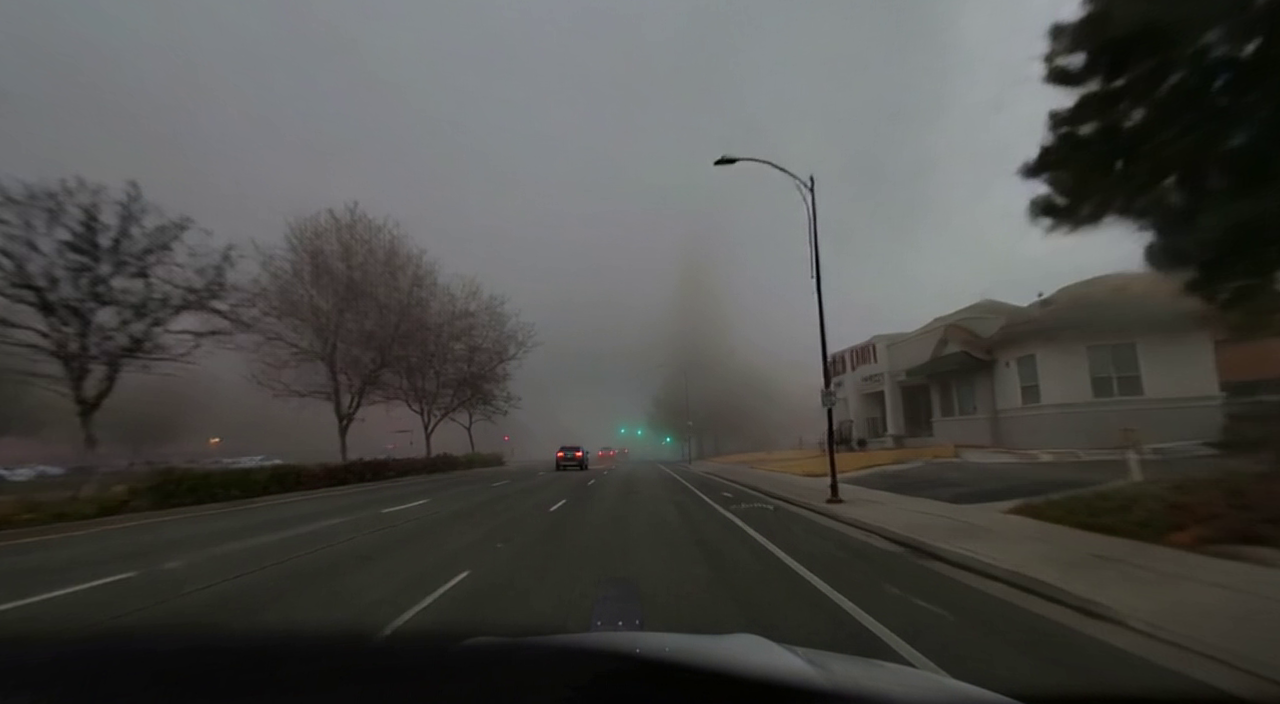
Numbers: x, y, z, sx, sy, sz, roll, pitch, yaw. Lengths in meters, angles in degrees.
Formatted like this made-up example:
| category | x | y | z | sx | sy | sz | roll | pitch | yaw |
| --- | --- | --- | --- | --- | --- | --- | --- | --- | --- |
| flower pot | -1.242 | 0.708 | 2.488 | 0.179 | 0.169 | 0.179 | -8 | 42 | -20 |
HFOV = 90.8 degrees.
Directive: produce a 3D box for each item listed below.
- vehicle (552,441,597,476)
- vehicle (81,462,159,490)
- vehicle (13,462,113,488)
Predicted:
| category | x | y | z | sx | sy | sz | roll | pitch | yaw |
| --- | --- | --- | --- | --- | --- | --- | --- | --- | --- |
| vehicle | -3.537 | 5.808 | 34.702 | 1.959 | 1.741 | 4.141 | -1 | -9 | 1 |
| vehicle | -37.222 | 8.892 | 45.281 | 3.934 | 1.544 | 1.826 | -5 | -9 | -4 |
| vehicle | -37.105 | 7.905 | 40.713 | 4.463 | 1.545 | 2.076 | -1 | -9 | 2 |
